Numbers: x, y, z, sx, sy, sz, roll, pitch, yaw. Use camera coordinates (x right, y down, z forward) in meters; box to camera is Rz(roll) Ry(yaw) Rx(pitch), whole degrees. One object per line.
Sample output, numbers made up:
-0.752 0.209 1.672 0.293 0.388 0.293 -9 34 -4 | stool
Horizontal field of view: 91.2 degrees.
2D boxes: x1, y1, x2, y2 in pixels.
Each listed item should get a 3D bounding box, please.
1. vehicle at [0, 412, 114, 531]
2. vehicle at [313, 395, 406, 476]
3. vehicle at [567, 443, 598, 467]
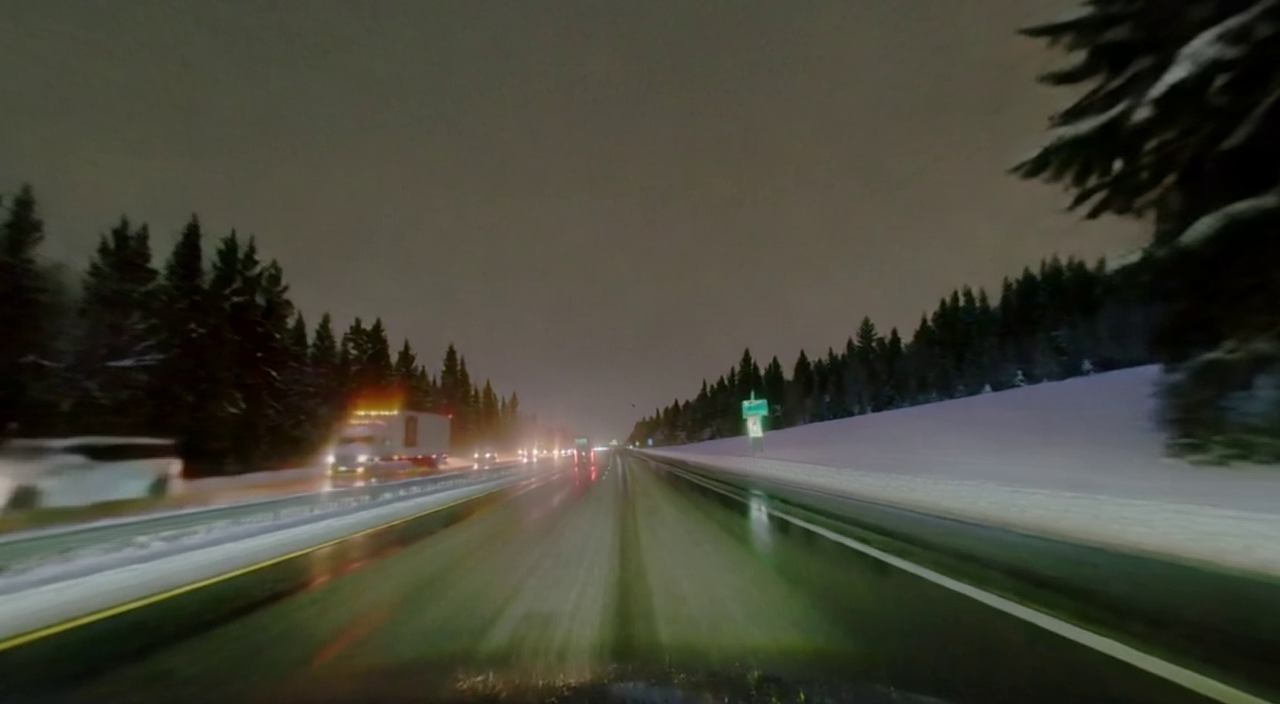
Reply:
-11.557 1.924 9.997 2.207 1.926 4.777 0 -9 -2 | vehicle
-16.860 5.179 38.243 2.959 4.473 5.911 -1 -9 -1 | vehicle
-4.224 7.680 46.816 2.098 1.692 4.038 0 -9 -2 | vehicle
